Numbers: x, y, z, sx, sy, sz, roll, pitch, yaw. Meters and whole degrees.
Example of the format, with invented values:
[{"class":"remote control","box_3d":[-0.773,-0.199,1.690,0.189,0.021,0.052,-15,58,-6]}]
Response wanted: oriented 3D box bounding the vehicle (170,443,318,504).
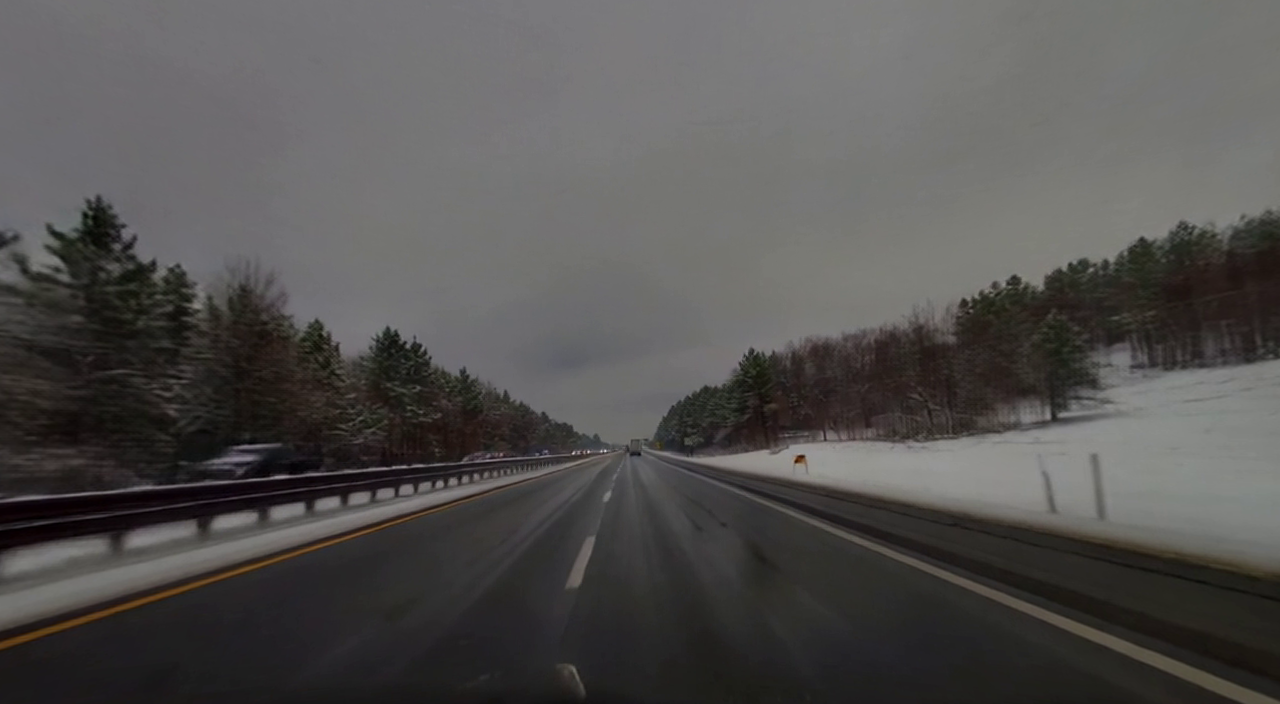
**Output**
[{"class":"vehicle","box_3d":[-12.421,3.800,20.192,1.971,1.698,4.364,0,-9,-1]}]
